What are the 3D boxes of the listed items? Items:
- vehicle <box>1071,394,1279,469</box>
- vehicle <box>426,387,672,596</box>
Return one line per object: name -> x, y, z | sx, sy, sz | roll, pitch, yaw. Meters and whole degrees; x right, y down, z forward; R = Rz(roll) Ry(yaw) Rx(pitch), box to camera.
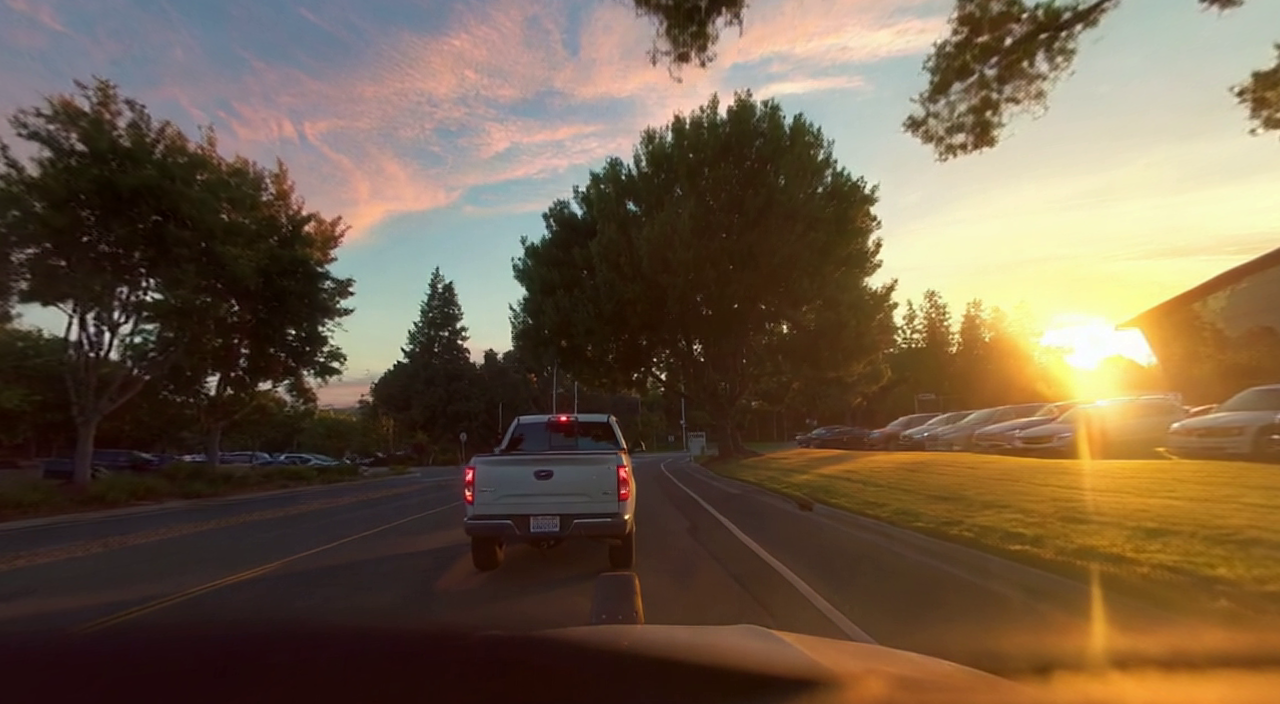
vehicle -> 11.837, 1.658, 13.110 | 4.298, 1.392, 1.944 | -1, -8, 2
vehicle -> -0.730, 1.594, 8.143 | 2.157, 1.816, 5.039 | 0, -8, 2
